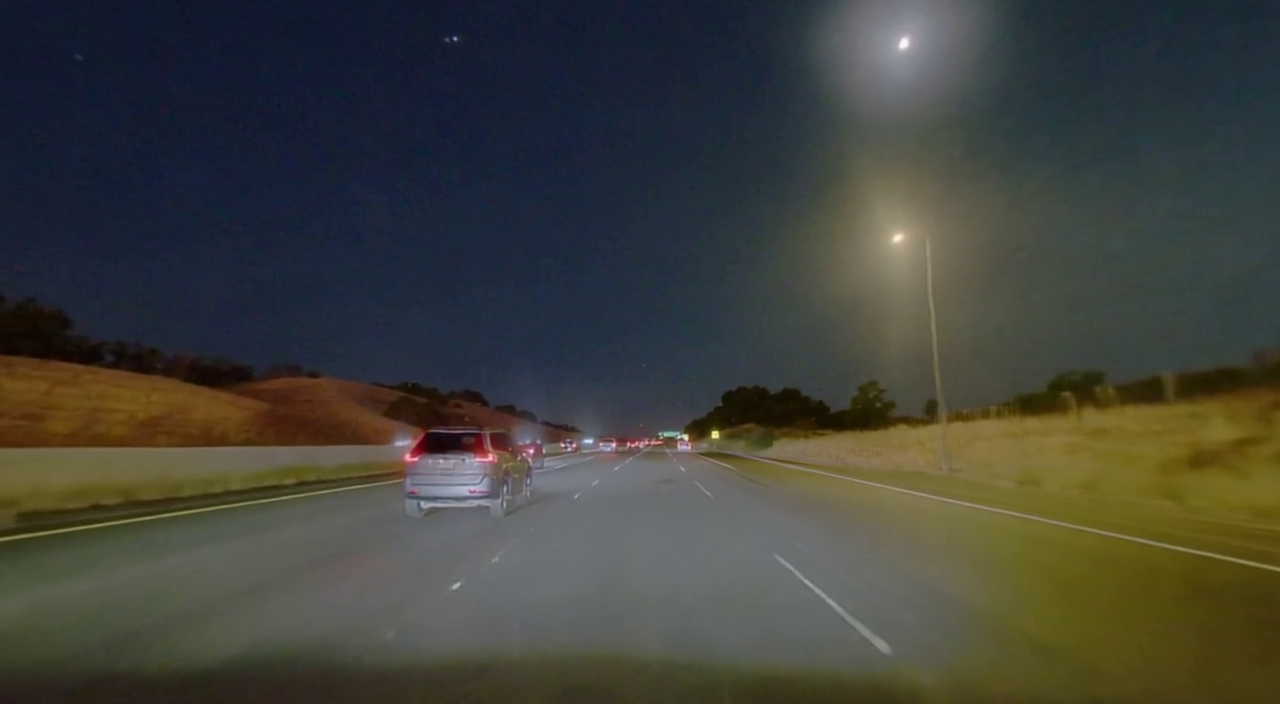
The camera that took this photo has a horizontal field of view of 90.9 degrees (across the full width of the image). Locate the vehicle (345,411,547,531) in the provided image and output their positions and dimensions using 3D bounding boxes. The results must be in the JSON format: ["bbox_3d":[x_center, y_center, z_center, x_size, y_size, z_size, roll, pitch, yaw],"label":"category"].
[{"bbox_3d":[-3.387,2.217,12.264,2.218,1.848,4.789,0,-9,2],"label":"vehicle"}]
